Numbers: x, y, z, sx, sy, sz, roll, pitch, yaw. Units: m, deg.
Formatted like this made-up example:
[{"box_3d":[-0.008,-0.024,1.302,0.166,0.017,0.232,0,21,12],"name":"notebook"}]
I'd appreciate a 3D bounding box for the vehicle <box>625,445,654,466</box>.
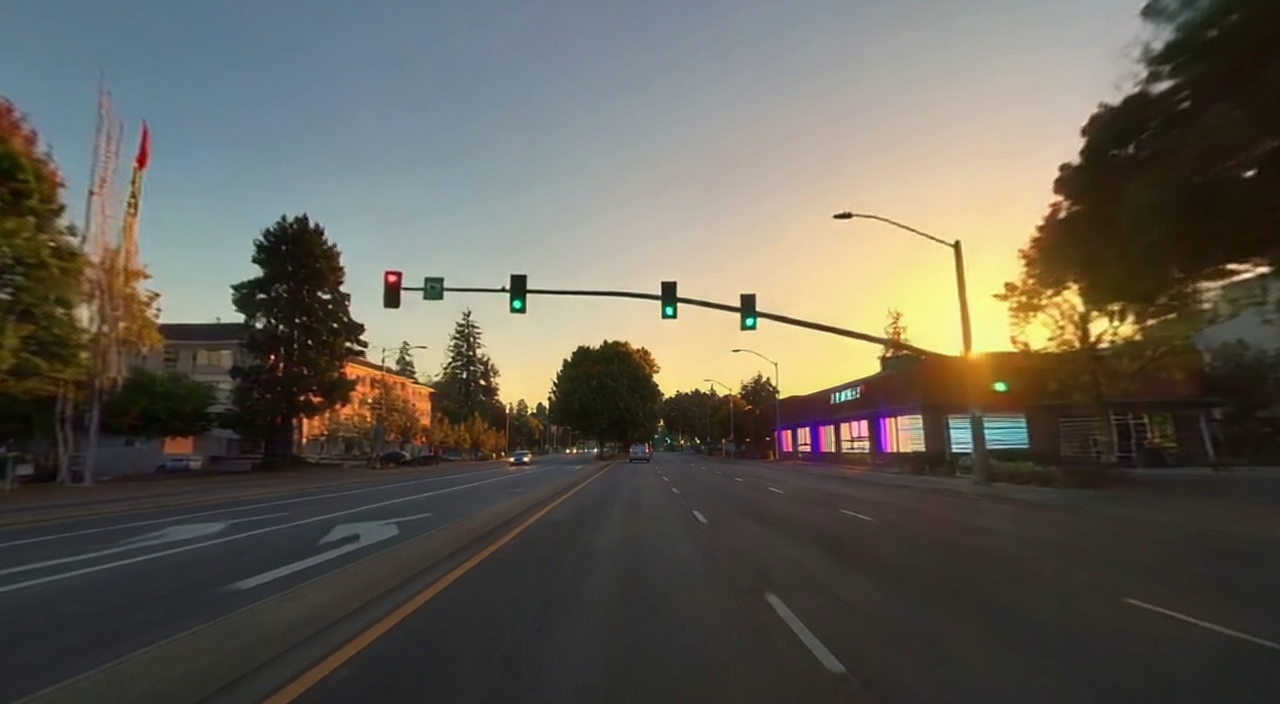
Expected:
[{"box_3d":[-0.043,7.552,46.233,2.027,1.494,3.942,0,-8,-1],"name":"vehicle"}]
